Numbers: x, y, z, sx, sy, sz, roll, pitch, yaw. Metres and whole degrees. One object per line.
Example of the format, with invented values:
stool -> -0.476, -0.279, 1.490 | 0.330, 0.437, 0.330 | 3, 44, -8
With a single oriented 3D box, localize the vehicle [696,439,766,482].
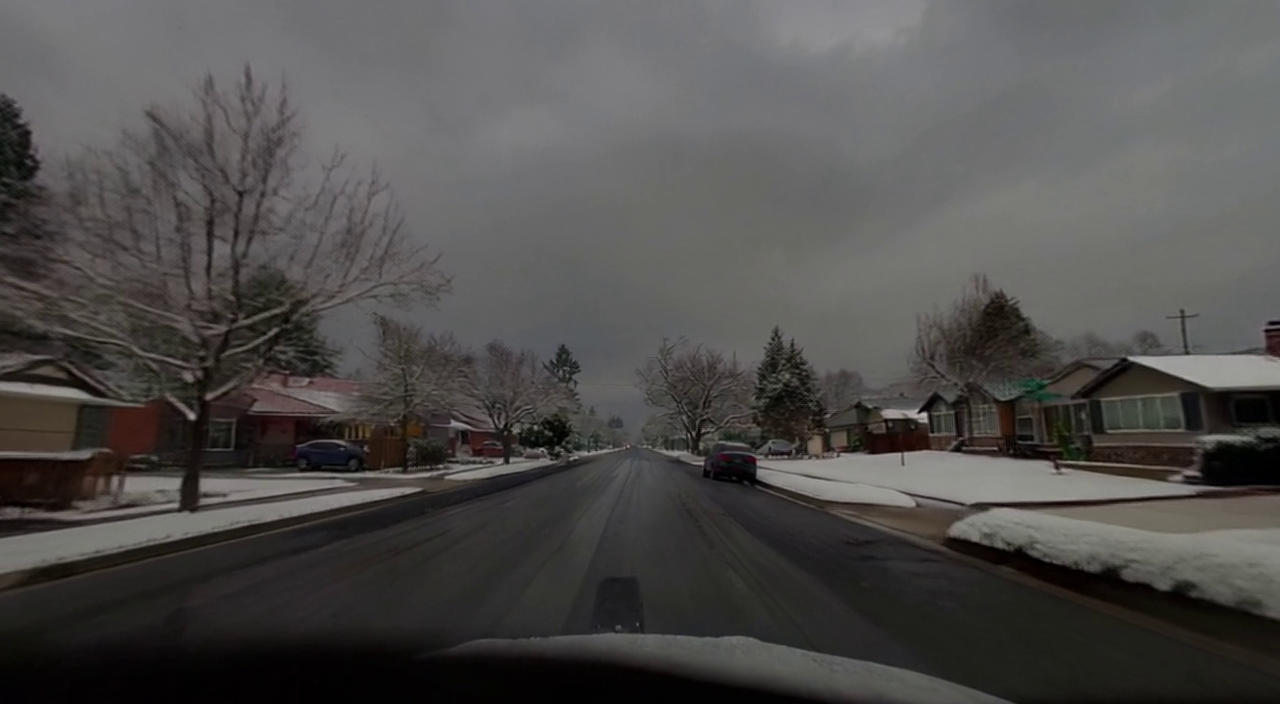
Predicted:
vehicle -> 3.668, 4.489, 26.445 | 2.136, 1.596, 4.790 | 0, -9, -1

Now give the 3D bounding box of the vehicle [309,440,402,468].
vehicle -> -17.115, 6.166, 38.170 | 4.607, 1.573, 2.058 | 0, -8, -5
